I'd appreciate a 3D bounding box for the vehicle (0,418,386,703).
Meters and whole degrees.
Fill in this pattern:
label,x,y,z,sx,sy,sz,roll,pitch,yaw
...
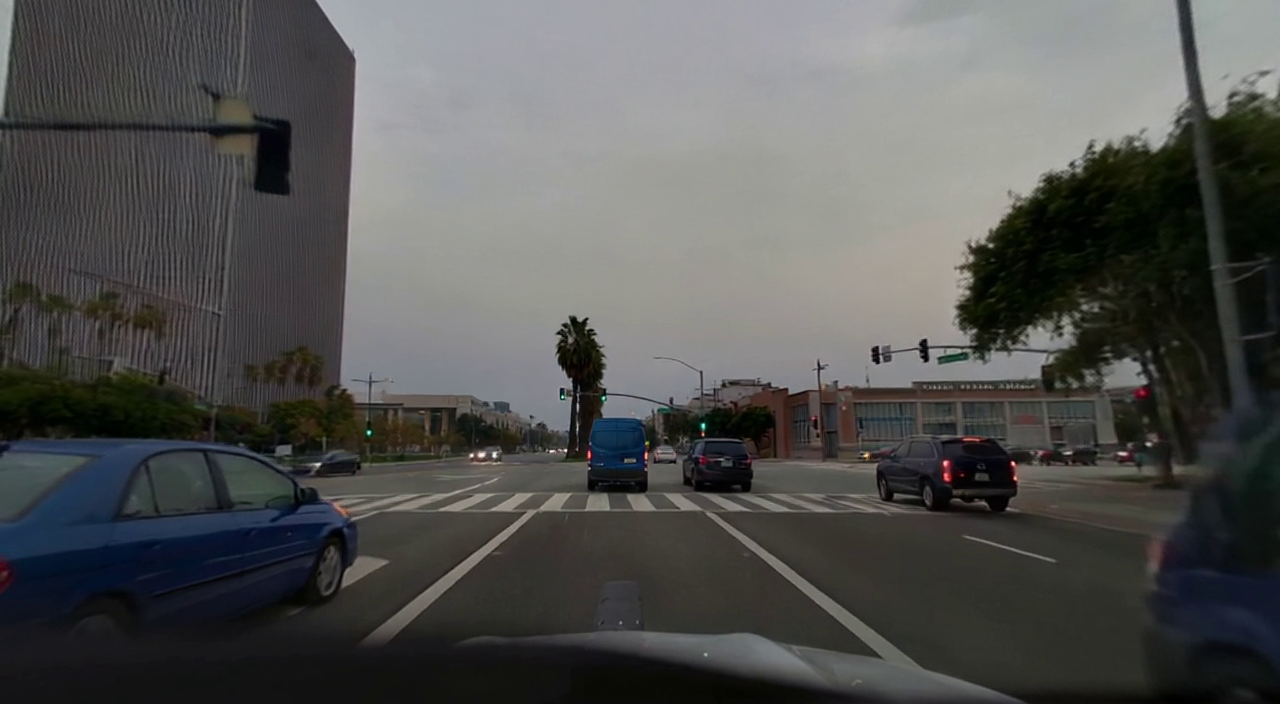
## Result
label,x,y,z,sx,sy,sz,roll,pitch,yaw
vehicle,-3.573,1.222,4.054,1.997,1.430,4.655,0,-9,-1

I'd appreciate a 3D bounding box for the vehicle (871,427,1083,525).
label,x,y,z,sx,sy,sz,roll,pitch,yaw
vehicle,7.010,2.618,13.878,2.023,1.771,4.488,0,-9,-2

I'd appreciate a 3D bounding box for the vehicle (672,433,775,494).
label,x,y,z,sx,sy,sz,roll,pitch,yaw
vehicle,2.552,3.603,20.775,2.462,1.736,4.899,0,-9,-3

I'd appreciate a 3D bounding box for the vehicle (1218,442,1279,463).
label,x,y,z,sx,sy,sz,roll,pitch,yaw
vehicle,46.669,7.610,47.991,4.237,1.487,2.028,2,-9,-16

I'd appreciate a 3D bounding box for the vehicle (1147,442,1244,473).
label,x,y,z,sx,sy,sz,roll,pitch,yaw
vehicle,31.868,6.015,36.259,4.327,1.665,1.953,2,-9,-15

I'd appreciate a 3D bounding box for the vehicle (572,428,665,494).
label,x,y,z,sx,sy,sz,roll,pitch,yaw
vehicle,-0.761,3.771,22.276,2.848,1.991,5.706,0,-9,-2
